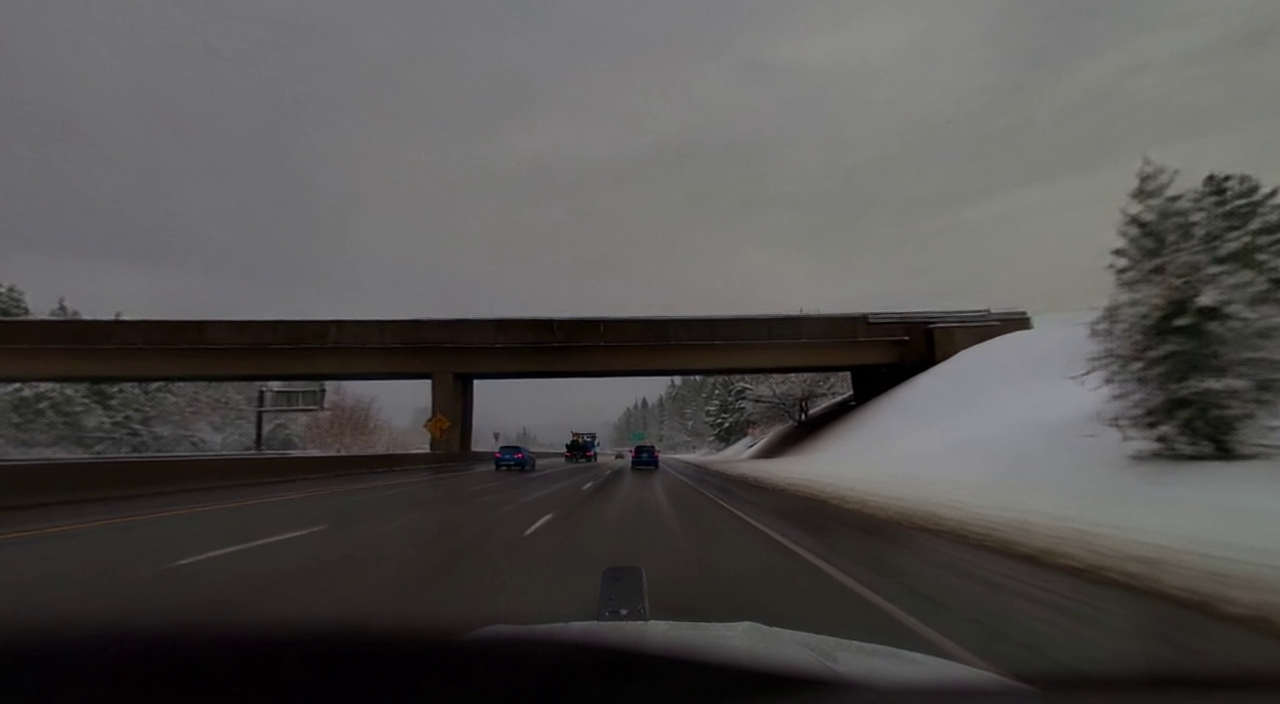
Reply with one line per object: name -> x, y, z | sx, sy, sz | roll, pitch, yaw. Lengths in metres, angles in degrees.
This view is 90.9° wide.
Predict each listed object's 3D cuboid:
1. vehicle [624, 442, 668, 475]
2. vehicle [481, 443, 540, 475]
vehicle -> 0.326, 5.915, 35.229 | 2.336, 1.722, 4.212 | 0, -8, 1
vehicle -> -6.955, 5.783, 34.370 | 2.115, 1.644, 4.513 | 0, -8, 2
